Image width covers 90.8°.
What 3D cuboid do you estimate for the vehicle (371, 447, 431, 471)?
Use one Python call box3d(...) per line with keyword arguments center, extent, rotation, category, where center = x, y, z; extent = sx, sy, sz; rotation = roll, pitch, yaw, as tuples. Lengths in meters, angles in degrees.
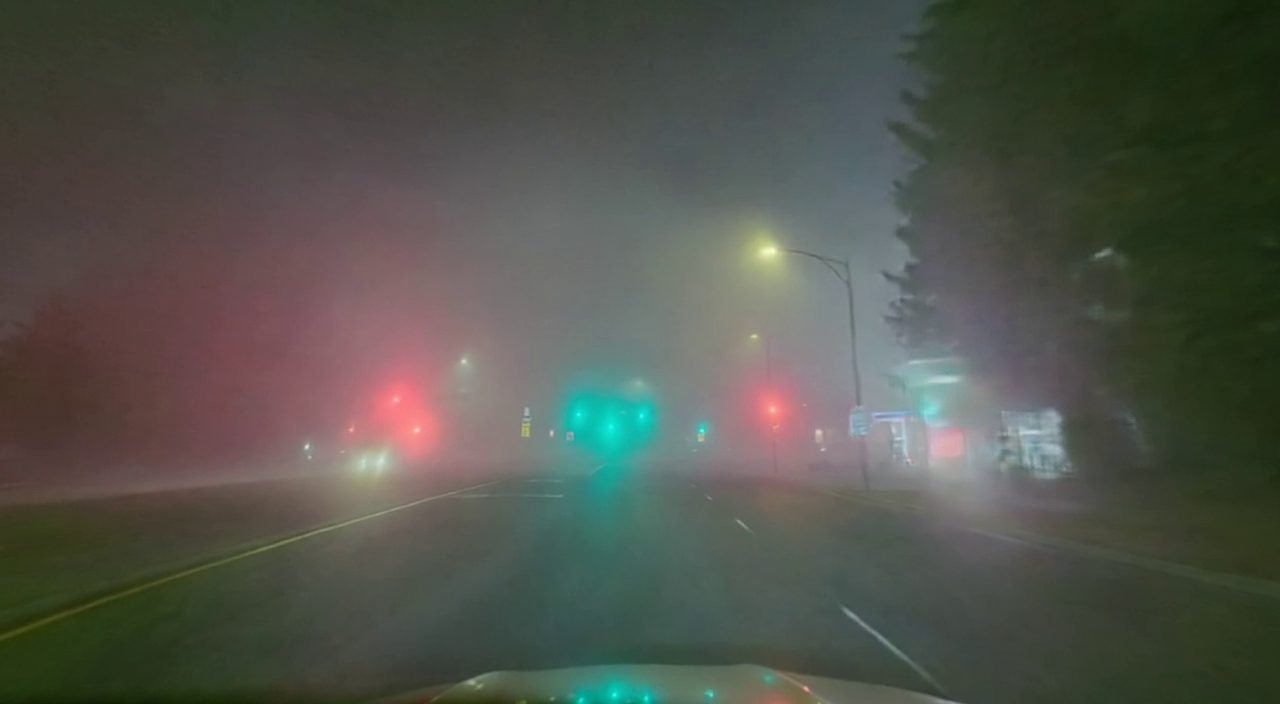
box3d(center=(-15.808, 7.060, 42.048), extent=(1.911, 1.478, 4.601), rotation=(-1, -8, 4), category="vehicle")
